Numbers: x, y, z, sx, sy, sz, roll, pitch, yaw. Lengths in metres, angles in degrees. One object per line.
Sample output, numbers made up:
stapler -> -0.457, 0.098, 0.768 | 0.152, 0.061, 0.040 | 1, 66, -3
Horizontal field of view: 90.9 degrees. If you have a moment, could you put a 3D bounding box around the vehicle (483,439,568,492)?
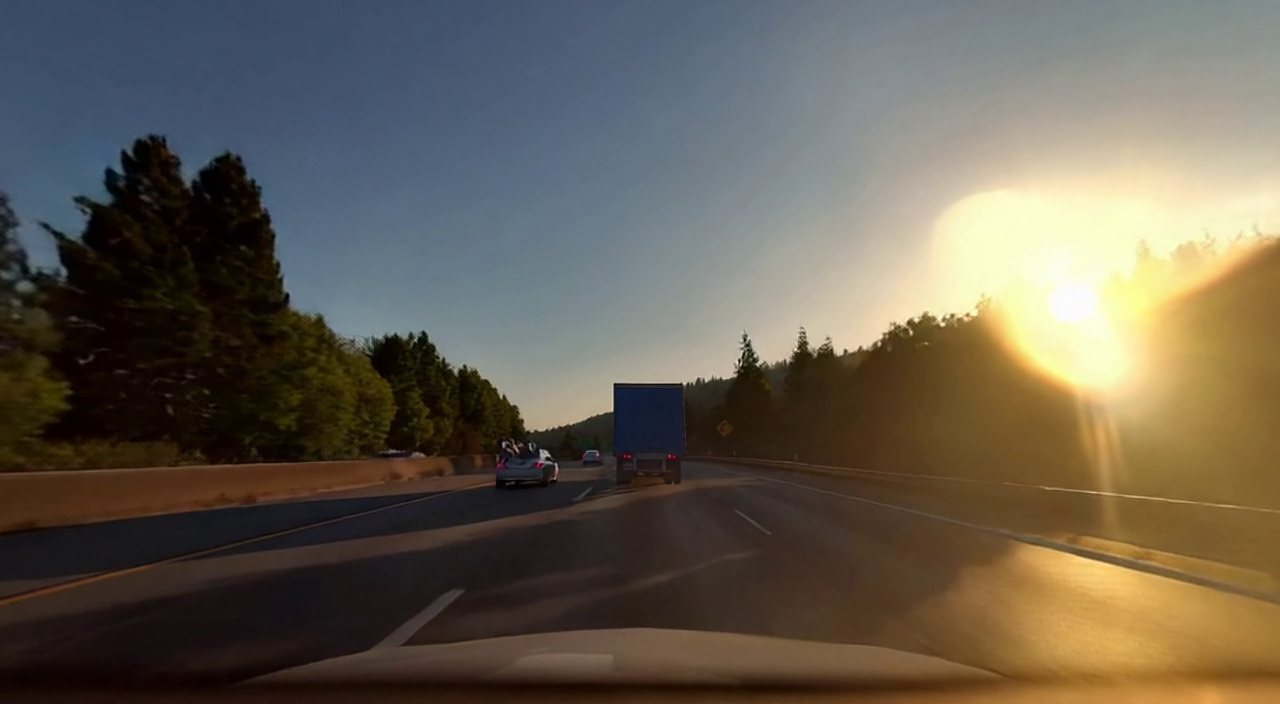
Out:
vehicle -> -3.878, 3.950, 22.262 | 2.018, 1.632, 4.722 | 0, -9, 1

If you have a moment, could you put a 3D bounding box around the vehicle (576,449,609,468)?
vehicle -> -3.692, 8.429, 49.972 | 2.133, 1.358, 4.870 | 0, -9, 2

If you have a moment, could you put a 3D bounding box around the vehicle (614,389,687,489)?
vehicle -> 0.493, 4.110, 29.288 | 2.821, 3.878, 8.925 | 0, -9, 1
